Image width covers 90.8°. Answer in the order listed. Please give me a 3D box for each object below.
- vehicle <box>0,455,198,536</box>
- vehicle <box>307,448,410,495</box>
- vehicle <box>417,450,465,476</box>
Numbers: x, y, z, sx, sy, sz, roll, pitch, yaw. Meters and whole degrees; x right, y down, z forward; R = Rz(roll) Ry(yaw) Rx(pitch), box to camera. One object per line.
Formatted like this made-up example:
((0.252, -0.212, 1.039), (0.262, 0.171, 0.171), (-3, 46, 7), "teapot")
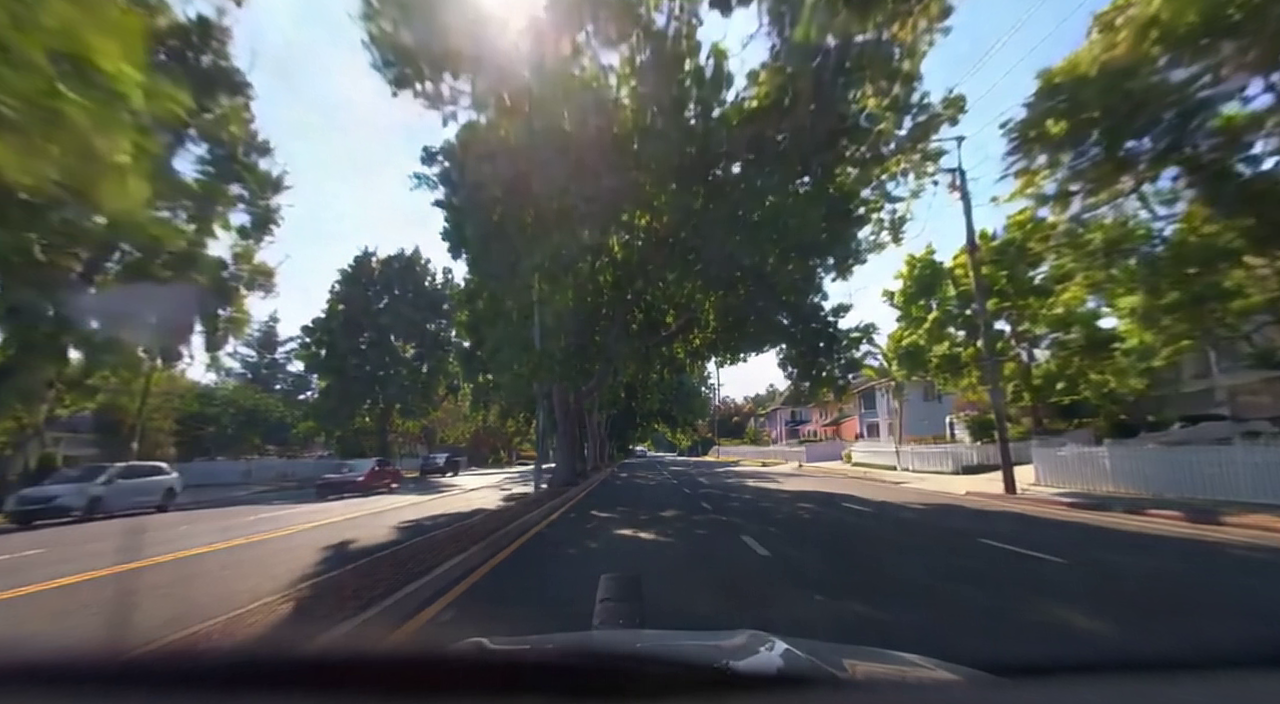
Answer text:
((-14.137, 3.544, 16.308), (2.012, 1.653, 4.706), (0, -8, 0), "vehicle")
((-10.630, 4.521, 24.265), (2.011, 1.553, 4.390), (0, -8, -2), "vehicle")
((-14.490, 8.080, 46.265), (1.919, 1.700, 4.685), (0, -8, 1), "vehicle")
